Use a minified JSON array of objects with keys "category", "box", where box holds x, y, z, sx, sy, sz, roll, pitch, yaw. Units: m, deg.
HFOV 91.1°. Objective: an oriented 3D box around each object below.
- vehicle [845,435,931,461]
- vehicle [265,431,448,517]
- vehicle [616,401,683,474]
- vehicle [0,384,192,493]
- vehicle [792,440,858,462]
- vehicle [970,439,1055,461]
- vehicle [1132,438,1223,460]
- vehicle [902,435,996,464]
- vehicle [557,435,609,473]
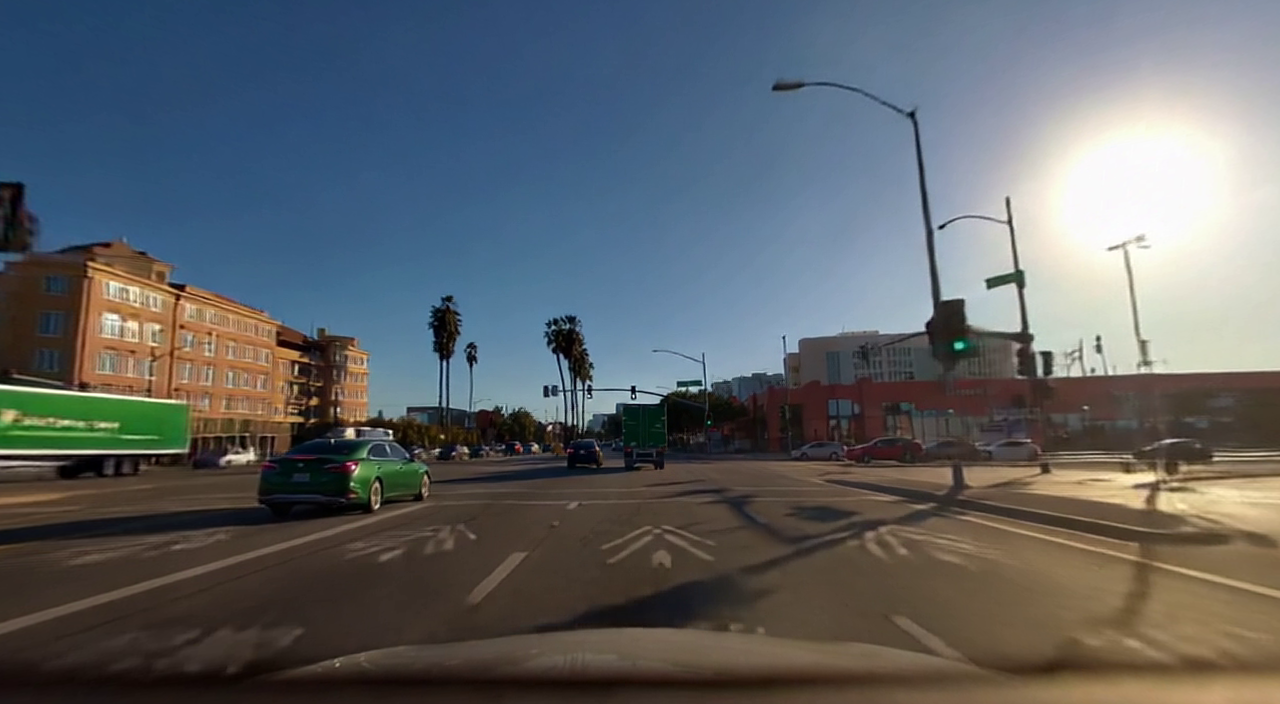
[{"category":"vehicle","box":[17.018,6.621,43.204,5.039,1.744,2.043,0,-9,0]},{"category":"vehicle","box":[-6.214,2.716,14.545,2.045,1.630,4.680,0,-9,0]},{"category":"vehicle","box":[0.483,4.330,31.487,2.993,3.235,6.692,0,-9,1]},{"category":"vehicle","box":[-25.117,3.799,27.298,3.017,3.971,11.161,0,-9,0]},{"category":"vehicle","box":[14.683,7.879,49.960,4.568,1.485,1.936,-2,-11,0]},{"category":"vehicle","box":[25.463,6.707,43.008,4.506,1.484,1.928,0,-9,0]},{"category":"vehicle","box":[36.536,6.597,42.756,4.337,1.487,1.949,0,-9,1]},{"category":"vehicle","box":[19.524,6.195,39.756,4.831,1.529,1.966,-3,-10,0]},{"category":"vehicle","box":[-2.887,5.335,33.088,2.178,1.826,4.933,0,-9,1]}]
